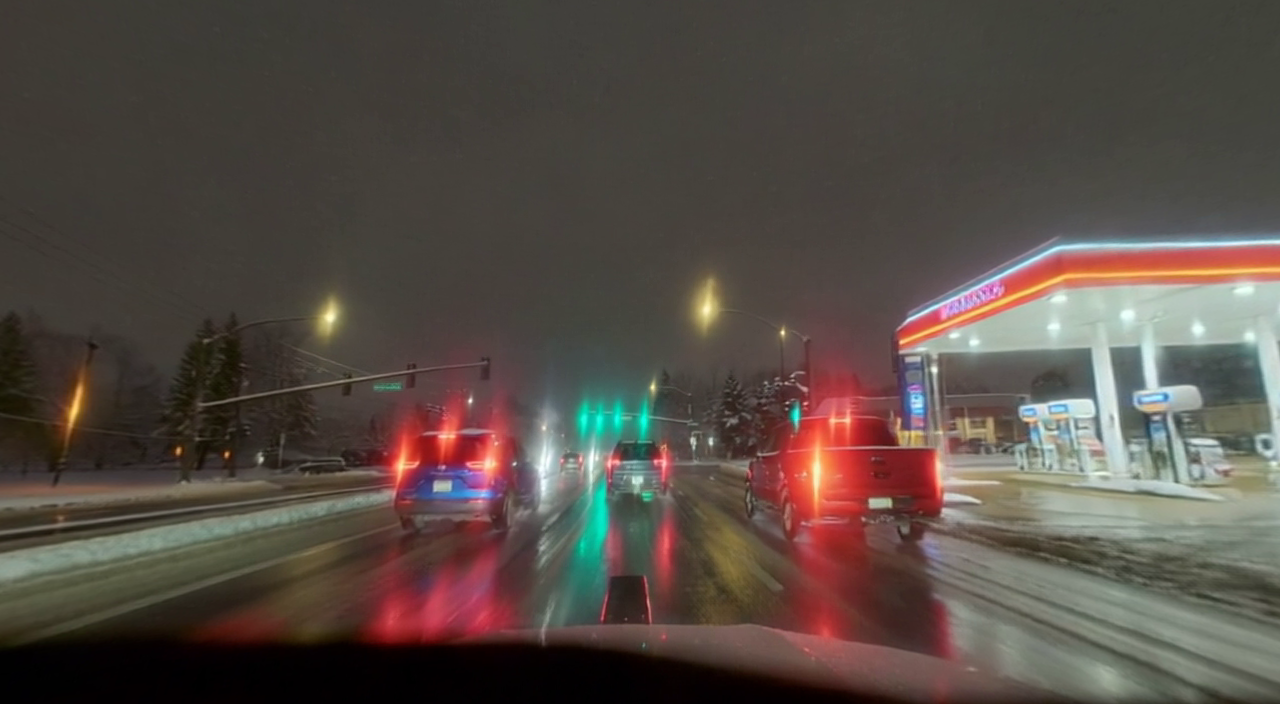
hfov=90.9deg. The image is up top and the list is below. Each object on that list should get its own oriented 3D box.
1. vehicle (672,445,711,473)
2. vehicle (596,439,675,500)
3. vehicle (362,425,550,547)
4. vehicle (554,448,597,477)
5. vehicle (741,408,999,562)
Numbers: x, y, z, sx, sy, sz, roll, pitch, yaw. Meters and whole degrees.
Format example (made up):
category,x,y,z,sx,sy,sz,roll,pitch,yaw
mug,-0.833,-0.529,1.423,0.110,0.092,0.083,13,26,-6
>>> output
category,x,y,z,sx,sy,sz,roll,pitch,yaw
vehicle,3.366,7.060,41.920,2.122,1.745,4.337,0,-8,-1
vehicle,-0.150,3.534,19.383,2.181,1.650,4.083,0,-8,-1
vehicle,-2.951,2.248,11.259,2.019,1.731,4.299,0,-8,1
vehicle,-3.517,6.087,35.070,1.954,1.497,4.078,0,-8,0
vehicle,3.239,2.016,10.415,2.161,1.868,5.321,0,-8,-1
